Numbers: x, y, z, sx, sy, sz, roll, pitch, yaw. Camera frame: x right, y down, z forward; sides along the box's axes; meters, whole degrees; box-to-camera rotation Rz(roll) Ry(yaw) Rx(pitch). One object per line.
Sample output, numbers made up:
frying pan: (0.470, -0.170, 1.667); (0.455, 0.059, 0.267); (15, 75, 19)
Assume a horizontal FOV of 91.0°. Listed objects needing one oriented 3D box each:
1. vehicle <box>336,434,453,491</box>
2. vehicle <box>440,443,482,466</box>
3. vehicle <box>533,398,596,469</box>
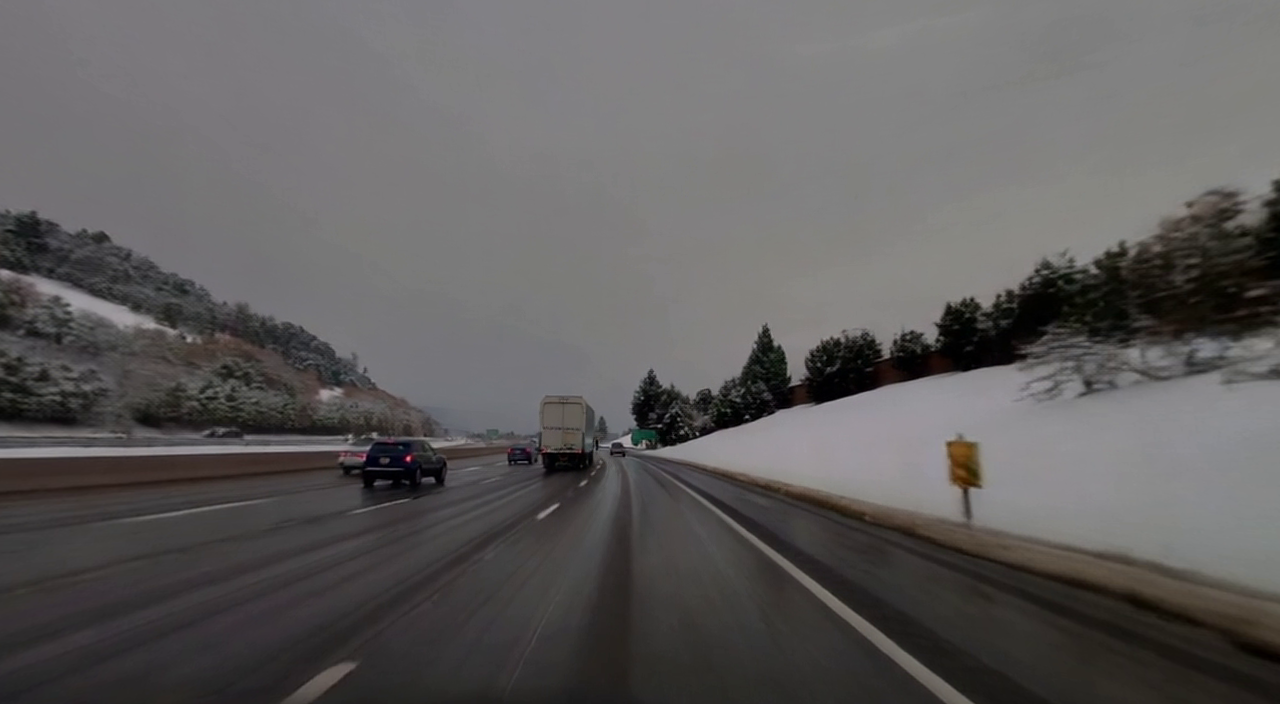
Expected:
vehicle: (-8.040, 3.670, 21.198); (2.099, 1.644, 4.638); (1, -9, 0)
vehicle: (-12.644, 7.282, 44.791); (1.817, 1.479, 4.409); (1, -9, -1)
vehicle: (-4.803, 5.723, 42.909); (2.880, 4.025, 14.064); (1, -9, -1)
